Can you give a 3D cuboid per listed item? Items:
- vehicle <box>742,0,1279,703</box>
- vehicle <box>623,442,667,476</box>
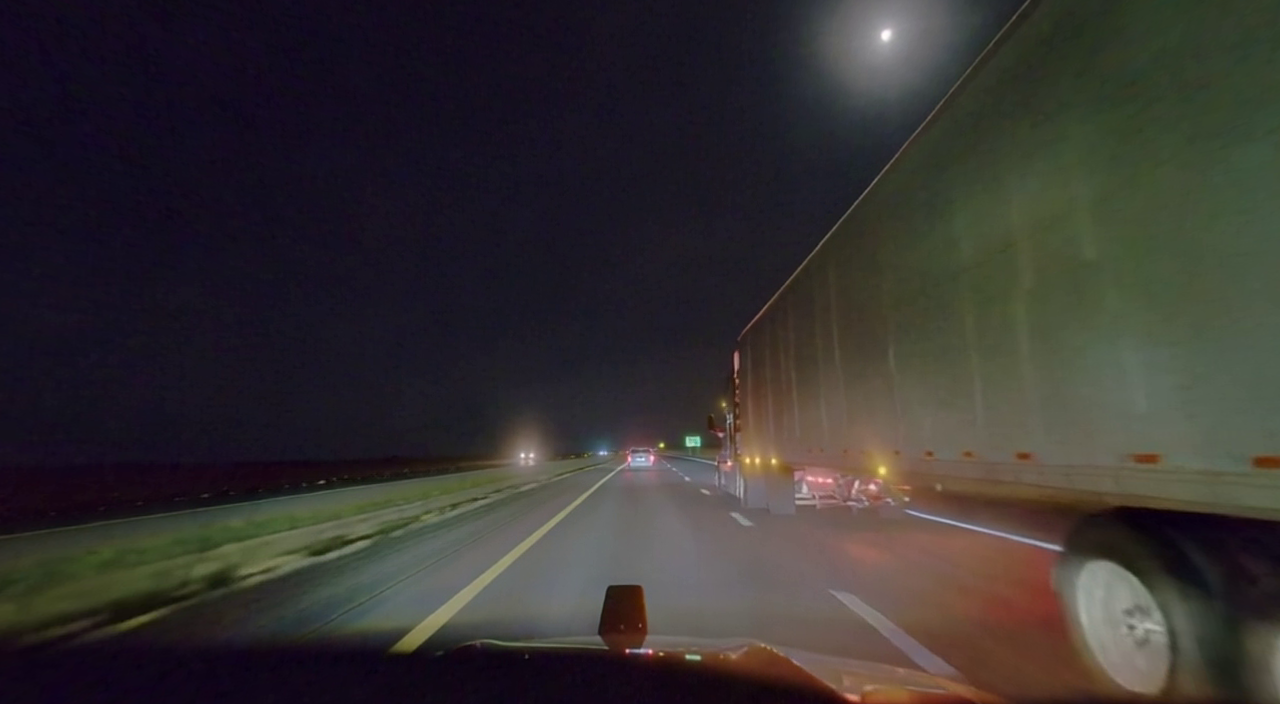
[{"bbox_3d":[3.815,0.303,6.553,2.929,4.158,15.921,0,-8,0],"label":"vehicle"},{"bbox_3d":[0.254,5.155,30.726,1.968,1.515,4.025,-1,-8,1],"label":"vehicle"}]
